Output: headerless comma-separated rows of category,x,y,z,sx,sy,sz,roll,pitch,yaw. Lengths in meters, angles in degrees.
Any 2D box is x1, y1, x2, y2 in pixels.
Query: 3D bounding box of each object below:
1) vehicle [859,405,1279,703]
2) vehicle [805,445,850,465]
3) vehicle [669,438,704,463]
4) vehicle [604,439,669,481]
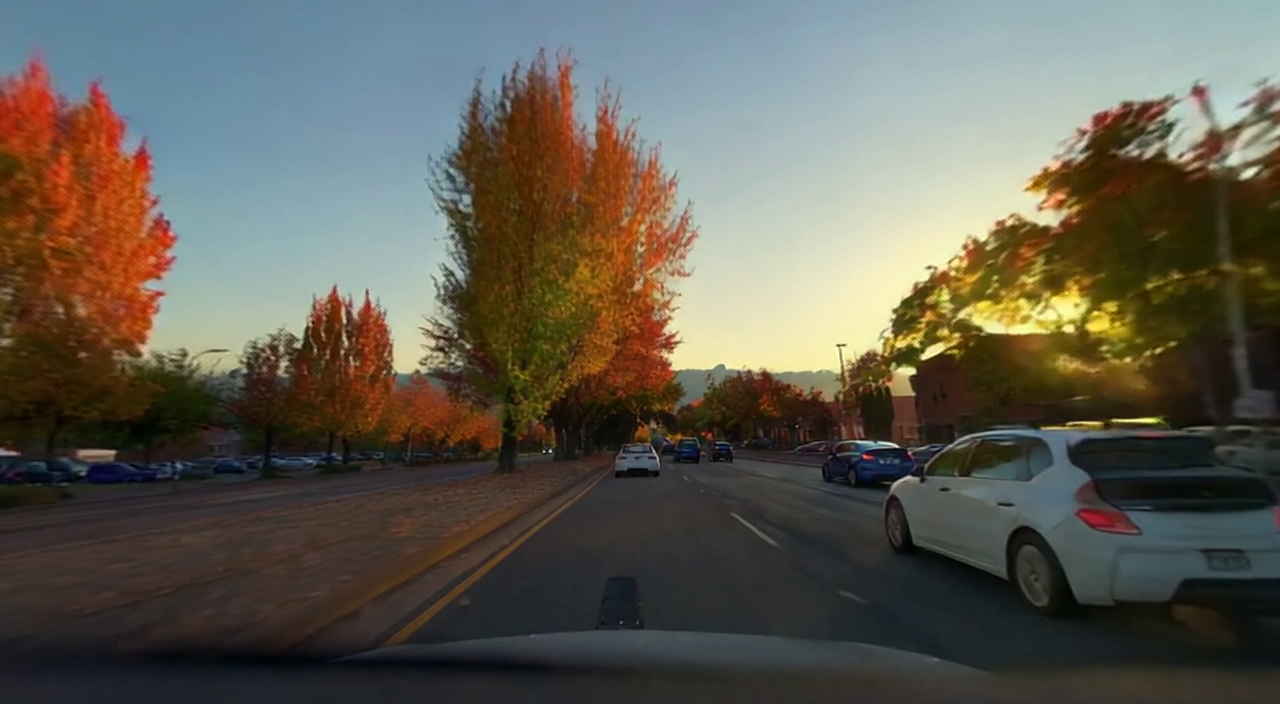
vehicle,3.692,1.317,5.280,2.094,1.480,4.323,0,-8,-1
vehicle,14.597,8.027,49.458,2.040,1.456,4.673,0,-8,-1
vehicle,3.396,7.352,47.291,2.188,1.760,4.297,0,-8,-1
vehicle,-0.177,4.163,24.640,2.289,1.471,4.477,0,-8,-1
